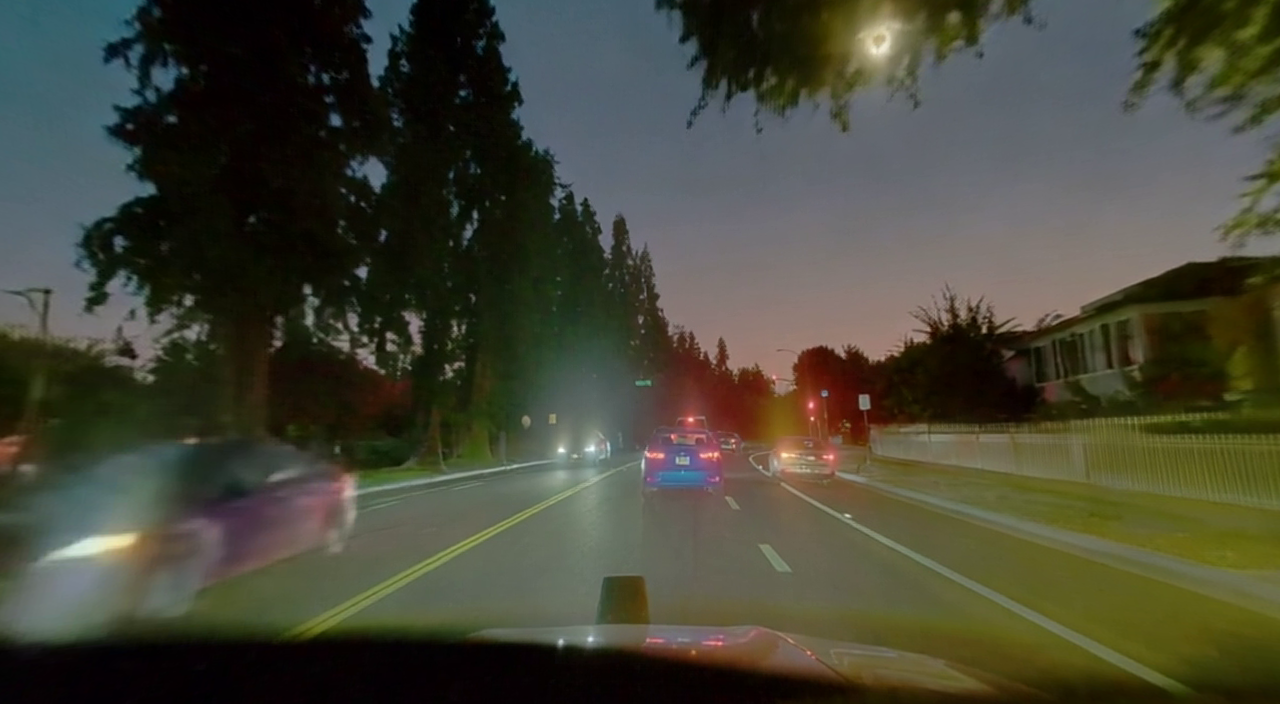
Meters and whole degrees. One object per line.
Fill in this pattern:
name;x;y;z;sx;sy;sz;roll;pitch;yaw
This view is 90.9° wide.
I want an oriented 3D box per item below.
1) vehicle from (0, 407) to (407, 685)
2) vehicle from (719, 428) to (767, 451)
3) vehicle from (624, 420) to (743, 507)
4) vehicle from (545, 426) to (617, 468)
vehicle;-4.049;1.363;5.743;1.961;1.498;4.401;0;-8;3
vehicle;7.797;6.597;47.509;1.988;1.601;4.353;-5;-9;33
vehicle;0.852;2.222;13.049;2.070;1.516;3.936;0;-8;3
vehicle;-2.482;4.188;27.958;2.082;1.682;4.623;-1;-8;9
